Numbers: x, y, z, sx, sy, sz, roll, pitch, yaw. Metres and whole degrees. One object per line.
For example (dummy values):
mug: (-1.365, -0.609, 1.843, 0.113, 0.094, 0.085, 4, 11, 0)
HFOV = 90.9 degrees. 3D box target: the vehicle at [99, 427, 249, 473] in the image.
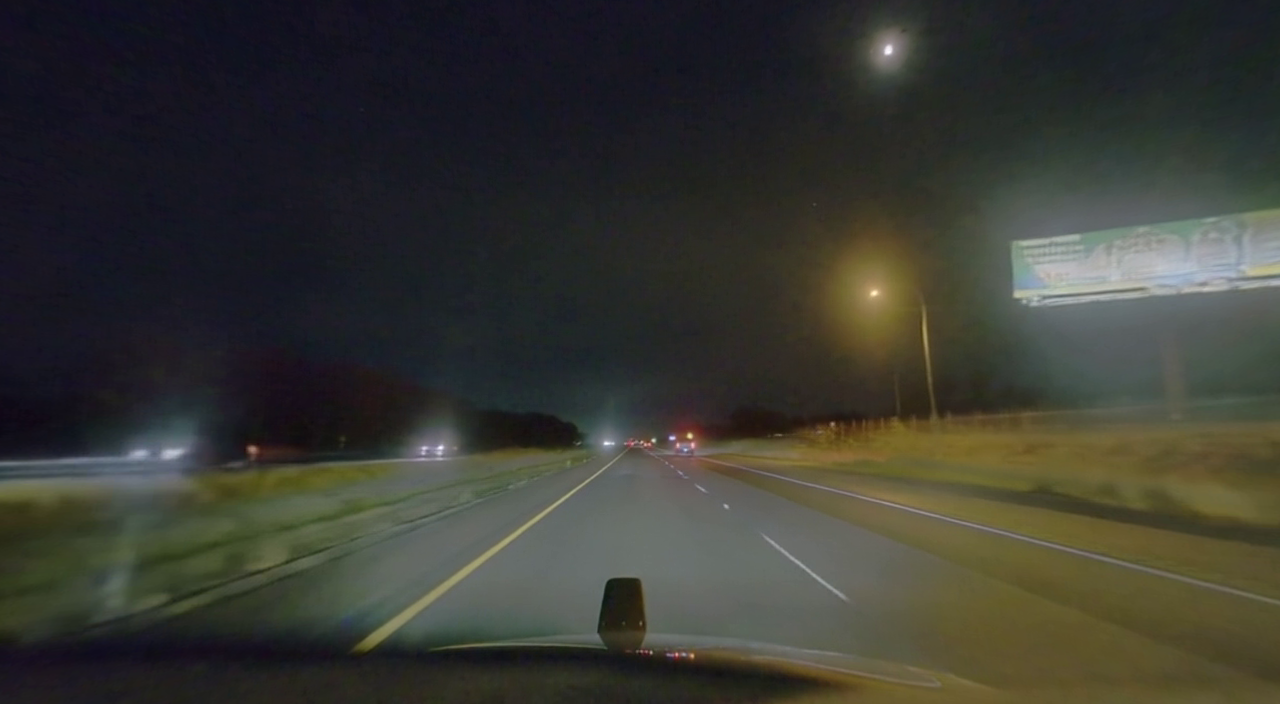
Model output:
vehicle: (-21.526, 4.577, 29.610, 2.454, 1.943, 5.953, 0, -8, 0)
